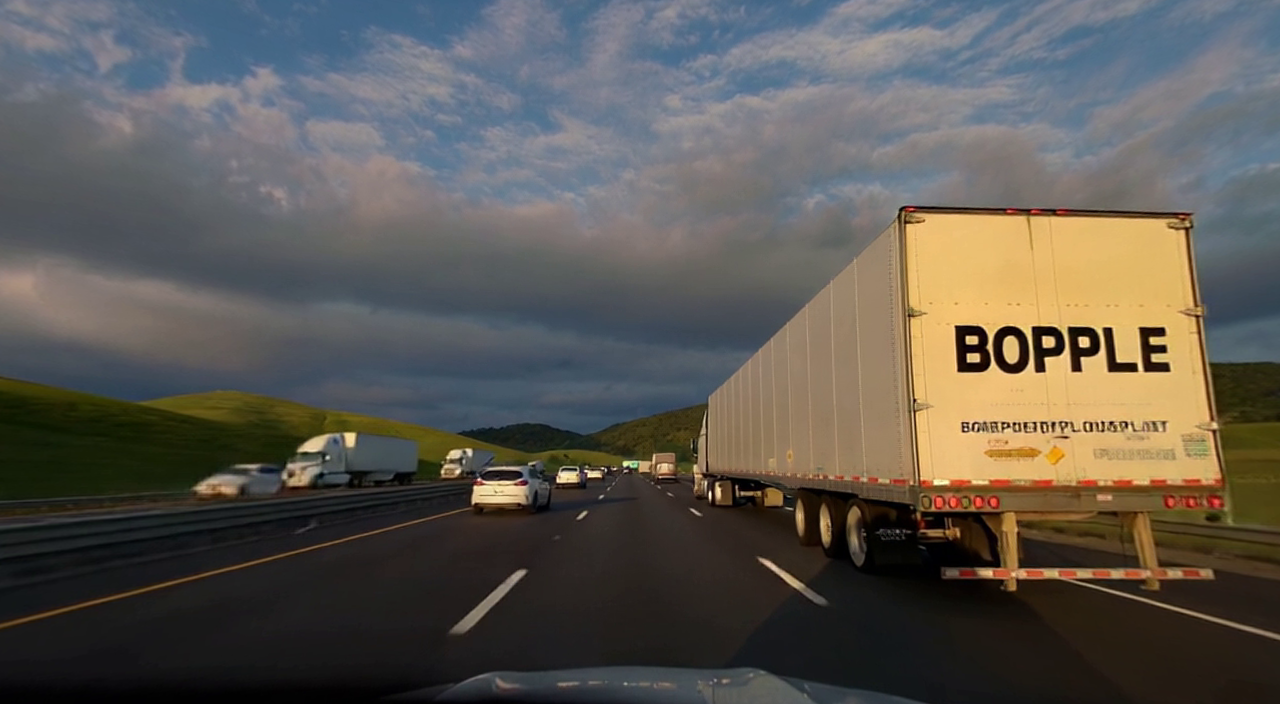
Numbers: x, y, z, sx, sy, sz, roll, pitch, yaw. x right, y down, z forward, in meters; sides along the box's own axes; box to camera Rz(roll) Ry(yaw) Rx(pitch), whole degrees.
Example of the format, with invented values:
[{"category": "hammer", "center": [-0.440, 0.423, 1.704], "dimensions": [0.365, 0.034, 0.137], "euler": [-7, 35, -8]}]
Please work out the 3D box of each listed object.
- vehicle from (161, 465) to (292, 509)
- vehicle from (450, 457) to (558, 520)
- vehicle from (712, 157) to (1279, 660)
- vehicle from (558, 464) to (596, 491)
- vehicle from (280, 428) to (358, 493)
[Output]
[{"category": "vehicle", "center": [-15.529, 5.086, 24.010], "dimensions": [1.995, 1.485, 4.370], "euler": [1, -11, 0]}, {"category": "vehicle", "center": [-3.792, 3.947, 18.588], "dimensions": [2.088, 1.566, 4.853], "euler": [1, -11, 0]}, {"category": "vehicle", "center": [3.761, 1.609, 12.033], "dimensions": [2.839, 4.062, 14.051], "euler": [1, -11, -1]}, {"category": "vehicle", "center": [-4.051, 8.185, 41.225], "dimensions": [2.063, 1.671, 4.197], "euler": [1, -11, 0]}, {"category": "vehicle", "center": [-19.918, 6.798, 39.321], "dimensions": [2.987, 3.793, 3.084], "euler": [1, -11, -1]}]
